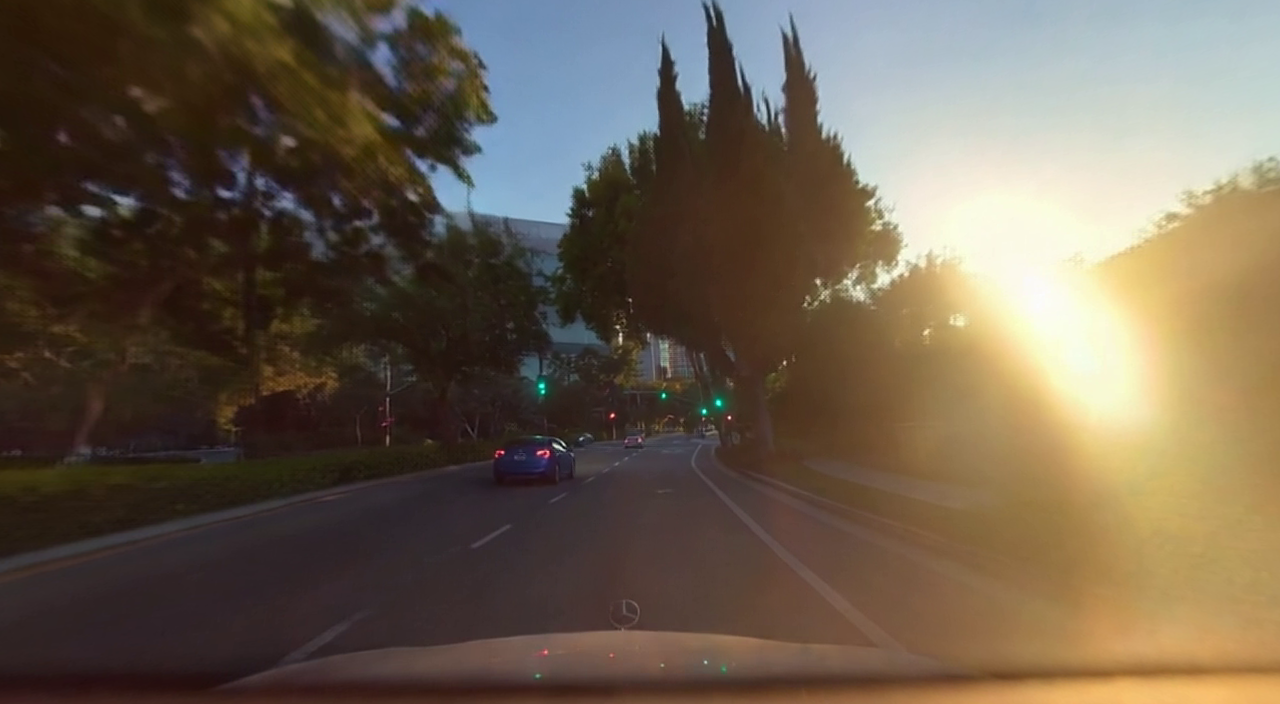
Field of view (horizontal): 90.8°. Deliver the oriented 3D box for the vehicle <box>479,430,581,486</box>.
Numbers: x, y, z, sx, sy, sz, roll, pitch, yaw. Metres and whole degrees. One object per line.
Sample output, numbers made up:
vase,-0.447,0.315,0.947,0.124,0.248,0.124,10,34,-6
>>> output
vehicle,-3.125,3.144,19.086,2.038,1.486,4.678,-1,-8,3
